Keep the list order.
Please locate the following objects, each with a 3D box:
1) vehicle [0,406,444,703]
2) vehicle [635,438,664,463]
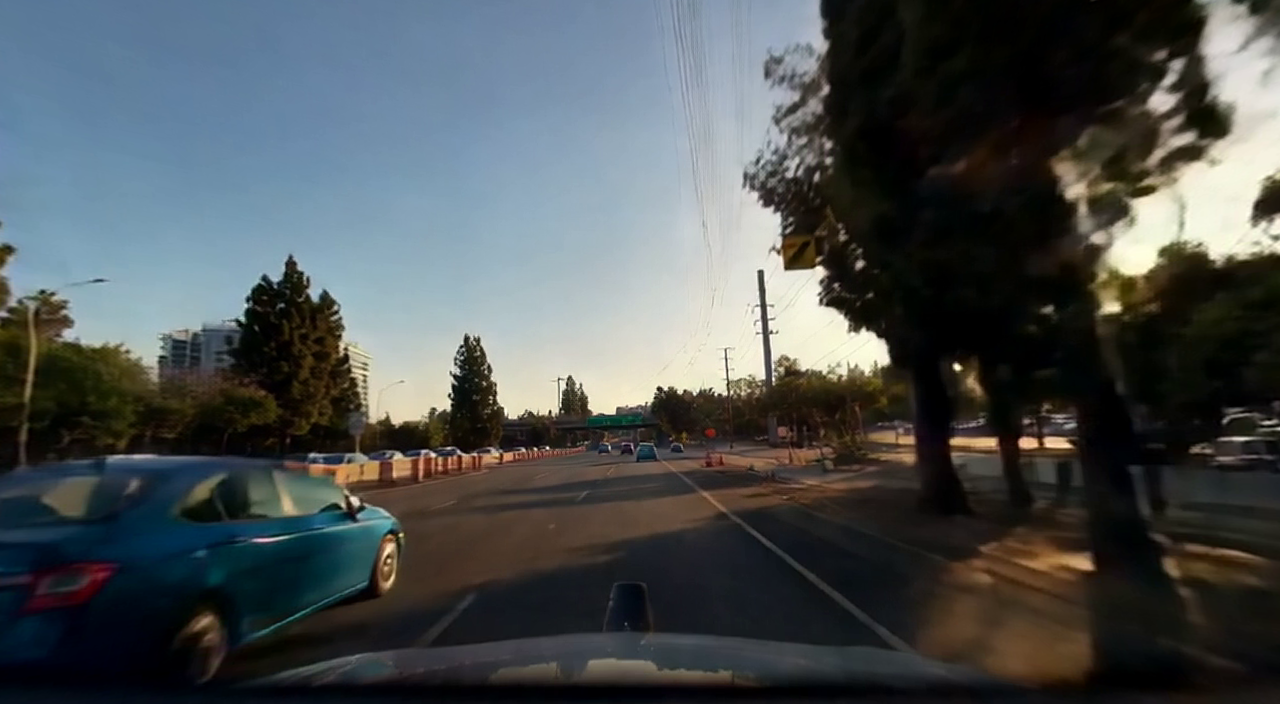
[{"bbox_3d":[-3.082,1.213,3.964,2.087,1.480,4.825,0,-9,1],"label":"vehicle"},{"bbox_3d":[0.713,7.535,48.283,2.060,1.845,4.151,0,-9,0],"label":"vehicle"}]
